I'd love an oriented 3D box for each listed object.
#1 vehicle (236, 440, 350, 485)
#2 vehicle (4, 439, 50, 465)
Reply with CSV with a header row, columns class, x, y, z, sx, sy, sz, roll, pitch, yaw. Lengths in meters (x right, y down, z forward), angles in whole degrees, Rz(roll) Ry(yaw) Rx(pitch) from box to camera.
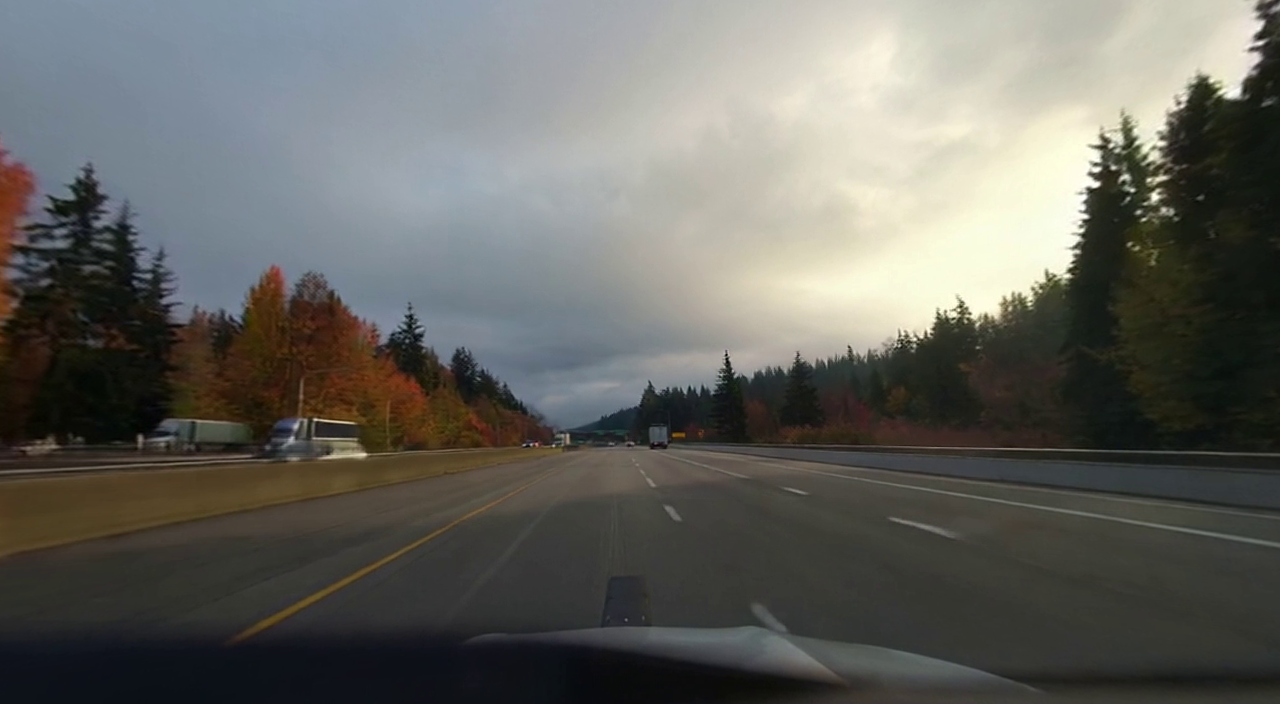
class,x,y,z,sx,sy,sz,roll,pitch,yaw
vehicle,-13.640,4.334,25.084,2.033,1.623,4.498,0,-8,-1
vehicle,-46.982,7.633,48.177,4.792,1.890,2.001,-7,-11,41
